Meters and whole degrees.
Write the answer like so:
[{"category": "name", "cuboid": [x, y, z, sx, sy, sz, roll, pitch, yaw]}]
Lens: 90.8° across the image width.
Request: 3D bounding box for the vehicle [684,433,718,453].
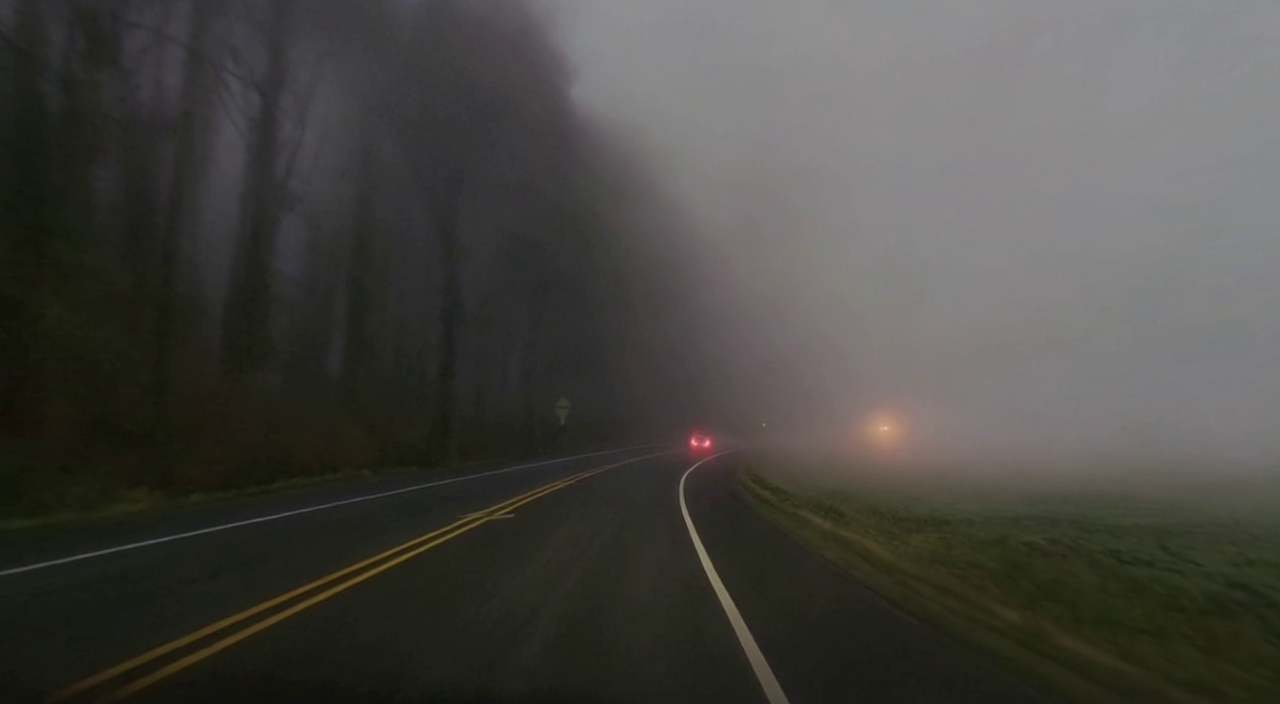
[{"category": "vehicle", "cuboid": [4.837, 7.143, 49.654, 2.042, 1.489, 4.078, -2, -9, 14]}]
